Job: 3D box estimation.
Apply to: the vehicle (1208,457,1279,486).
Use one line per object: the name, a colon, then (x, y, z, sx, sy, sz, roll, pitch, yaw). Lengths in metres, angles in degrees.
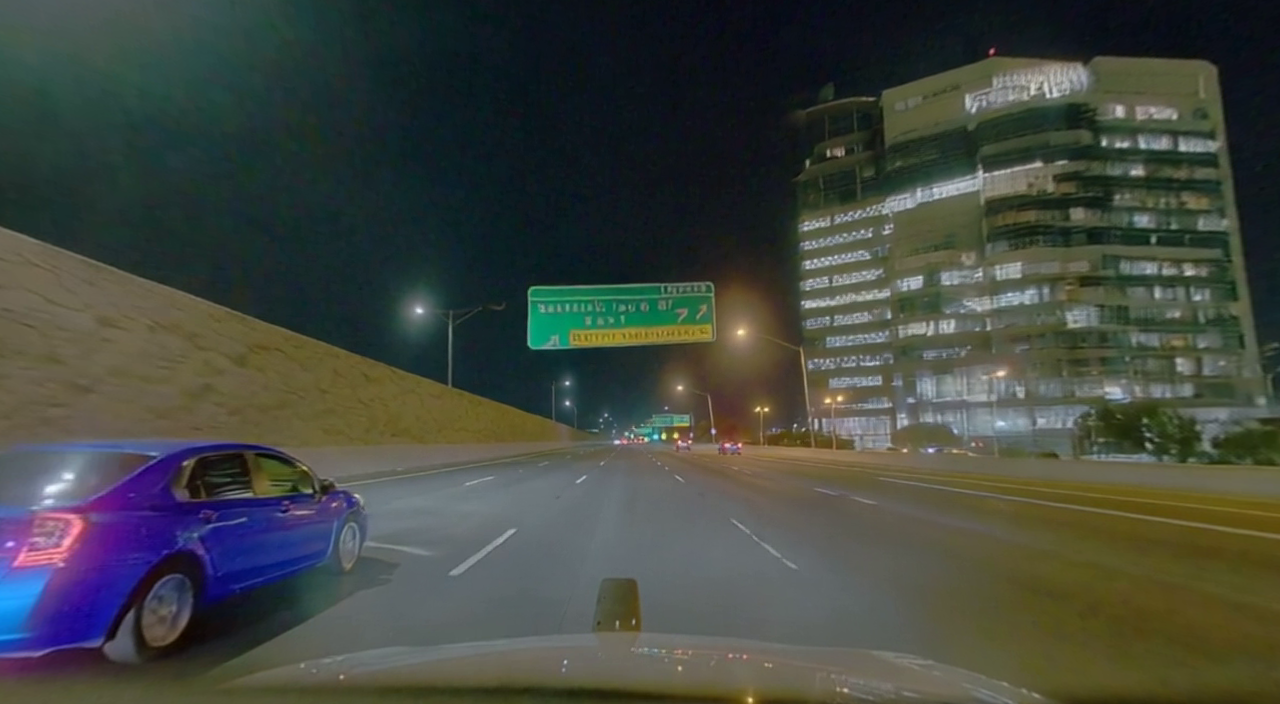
vehicle: (34.912, 6.623, 35.136, 4.802, 1.499, 1.848, 0, -8, 0)

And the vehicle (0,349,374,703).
vehicle: (-3.840, 1.066, 4.451, 2.070, 1.641, 4.315, 0, -8, -1)
